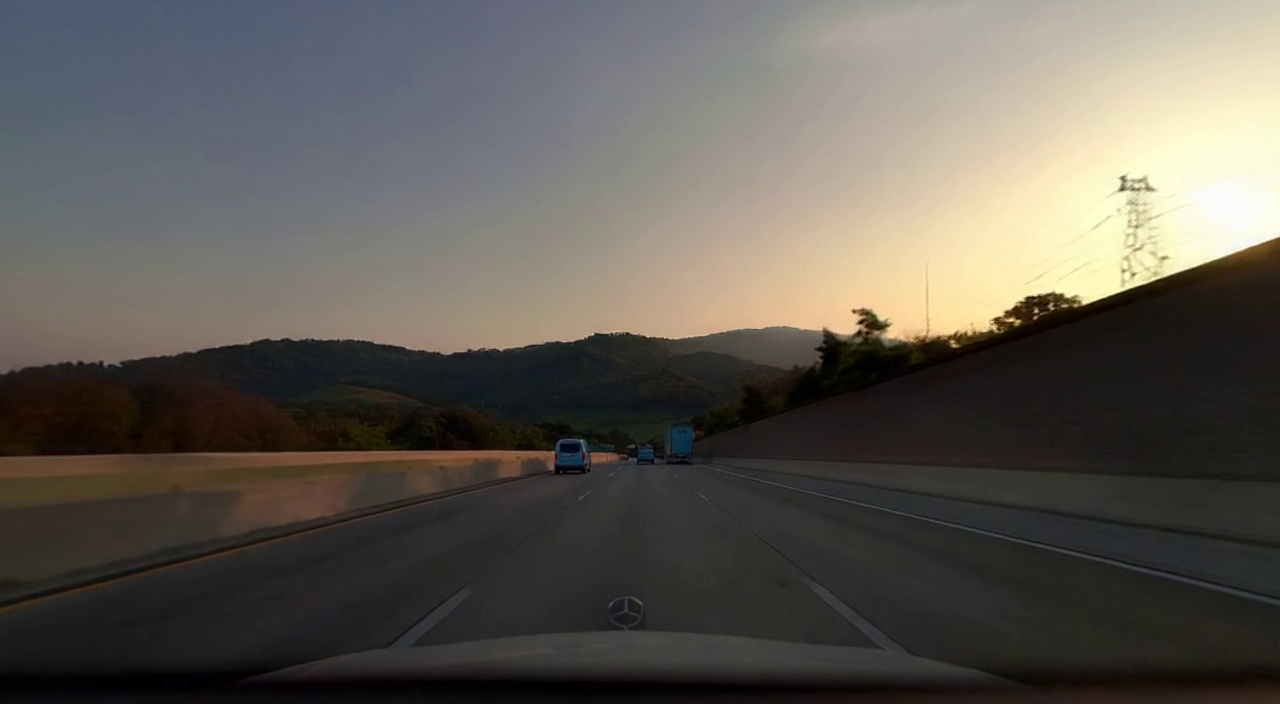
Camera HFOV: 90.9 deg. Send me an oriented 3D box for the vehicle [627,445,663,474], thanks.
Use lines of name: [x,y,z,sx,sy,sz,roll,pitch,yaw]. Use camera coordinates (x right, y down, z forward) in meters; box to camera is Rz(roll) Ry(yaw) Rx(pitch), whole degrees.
vehicle: [0.336,6.957,40.845,2.166,1.747,4.299,0,-9,1]

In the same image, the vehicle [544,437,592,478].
vehicle: [-3.778,5.700,34.084,1.955,2.004,4.792,0,-9,1]
